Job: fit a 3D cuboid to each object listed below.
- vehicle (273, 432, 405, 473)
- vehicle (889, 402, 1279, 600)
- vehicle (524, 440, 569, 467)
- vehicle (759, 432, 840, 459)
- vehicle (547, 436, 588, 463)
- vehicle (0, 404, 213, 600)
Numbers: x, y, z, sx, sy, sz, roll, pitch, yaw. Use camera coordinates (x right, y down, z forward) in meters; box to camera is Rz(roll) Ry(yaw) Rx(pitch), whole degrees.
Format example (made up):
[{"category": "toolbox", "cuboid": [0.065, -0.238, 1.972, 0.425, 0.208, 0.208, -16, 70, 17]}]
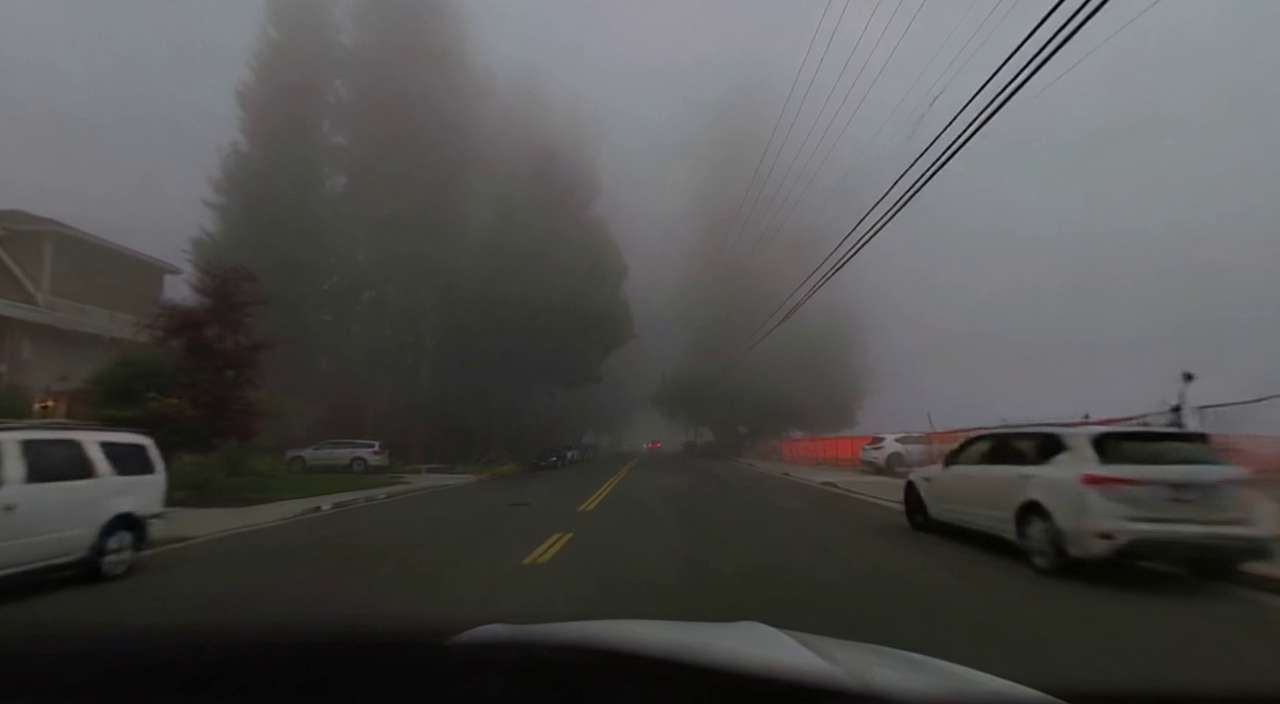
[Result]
[{"category": "vehicle", "cuboid": [-13.088, 4.385, 27.671, 4.752, 1.734, 1.998, 0, -8, 1]}, {"category": "vehicle", "cuboid": [4.571, 1.471, 7.062, 1.902, 1.542, 4.099, 0, -8, 0]}, {"category": "vehicle", "cuboid": [-5.737, 6.267, 39.139, 1.771, 1.512, 4.281, 2, -9, 5]}, {"category": "vehicle", "cuboid": [10.772, 6.321, 42.868, 4.920, 1.759, 1.998, 0, -8, -1]}, {"category": "vehicle", "cuboid": [-5.258, 7.195, 46.435, 2.158, 1.837, 4.659, -1, -10, 3]}, {"category": "vehicle", "cuboid": [-6.959, 1.474, 6.296, 2.055, 1.806, 4.540, -1, -8, 3]}]
